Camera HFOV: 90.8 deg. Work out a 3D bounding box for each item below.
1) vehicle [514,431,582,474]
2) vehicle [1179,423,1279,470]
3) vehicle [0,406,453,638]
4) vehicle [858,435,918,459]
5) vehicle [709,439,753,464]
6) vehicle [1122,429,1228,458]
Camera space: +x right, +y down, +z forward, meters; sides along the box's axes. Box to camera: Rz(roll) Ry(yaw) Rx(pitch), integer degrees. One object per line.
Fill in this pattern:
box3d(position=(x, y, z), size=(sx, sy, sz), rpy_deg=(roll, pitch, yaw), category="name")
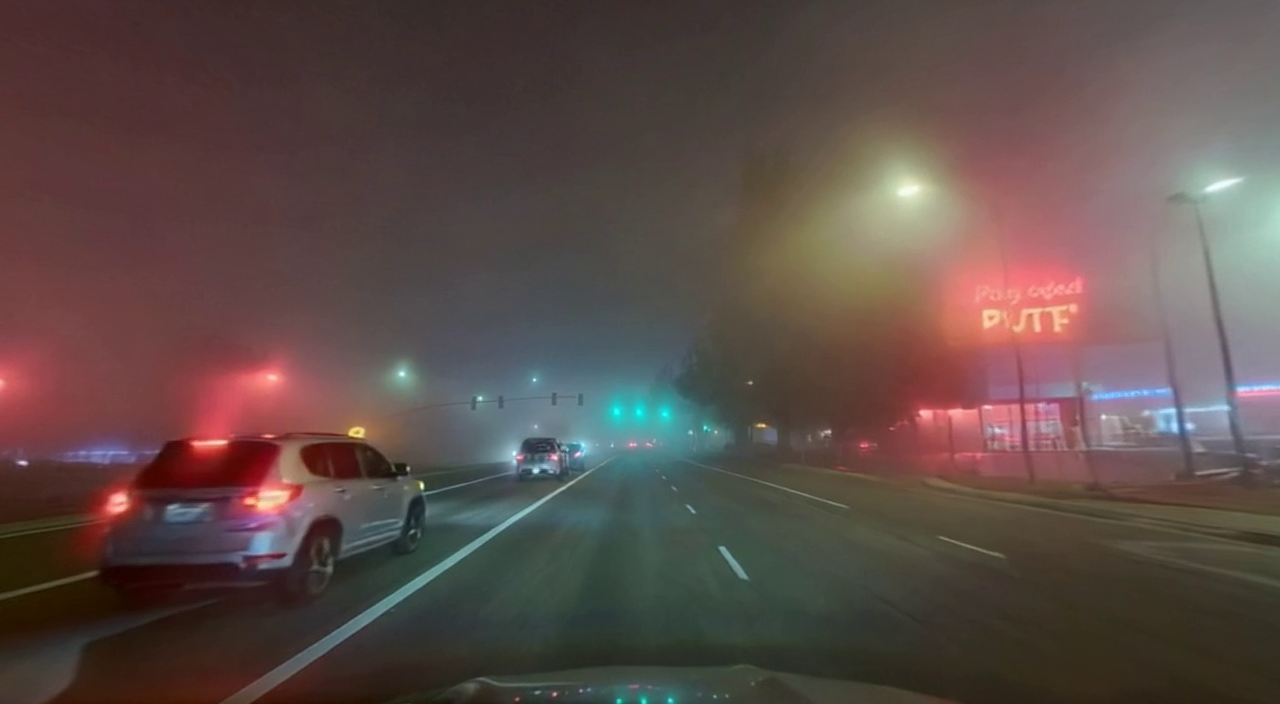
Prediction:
box3d(position=(-3.767, 4.214, 26.572), size=(2.143, 1.643, 4.336), rpy_deg=(0, -8, 1), category="vehicle")
box3d(position=(23.769, 3.535, 23.730), size=(4.824, 1.693, 1.984), rpy_deg=(-4, -9, 21), category="vehicle")
box3d(position=(-3.685, 1.453, 6.479), size=(2.097, 1.497, 4.571), rpy_deg=(0, -8, 1), category="vehicle")
box3d(position=(16.060, 6.173, 41.198), size=(1.819, 1.457, 4.680), rpy_deg=(0, -8, -3), category="vehicle")
box3d(position=(5.578, 6.161, 39.263), size=(2.017, 1.453, 4.497), rpy_deg=(0, -8, -1), category="vehicle")
box3d(position=(30.550, 5.245, 36.239), size=(4.181, 1.491, 1.706), rpy_deg=(-5, -10, 23), category="vehicle")
